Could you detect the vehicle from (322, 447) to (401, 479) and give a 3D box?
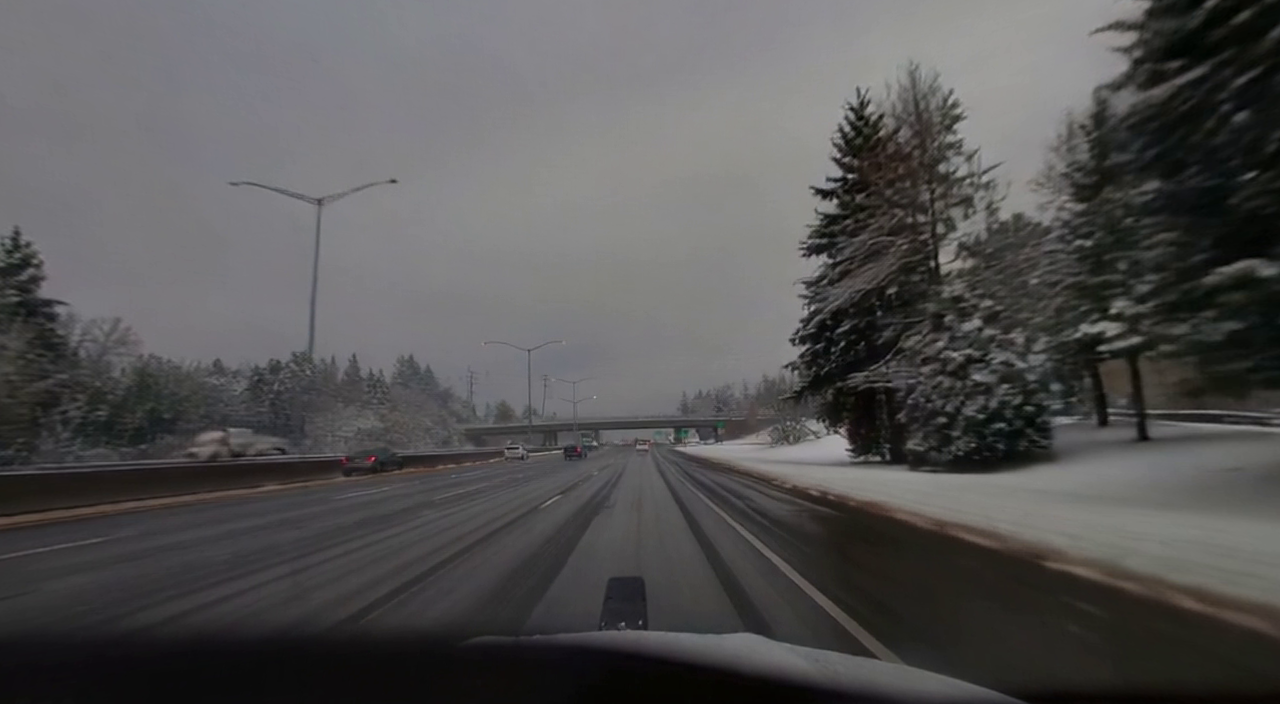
[{"bbox_3d":[-14.277,5.669,32.585,1.988,1.477,4.442,0,-8,1],"label":"vehicle"}]
